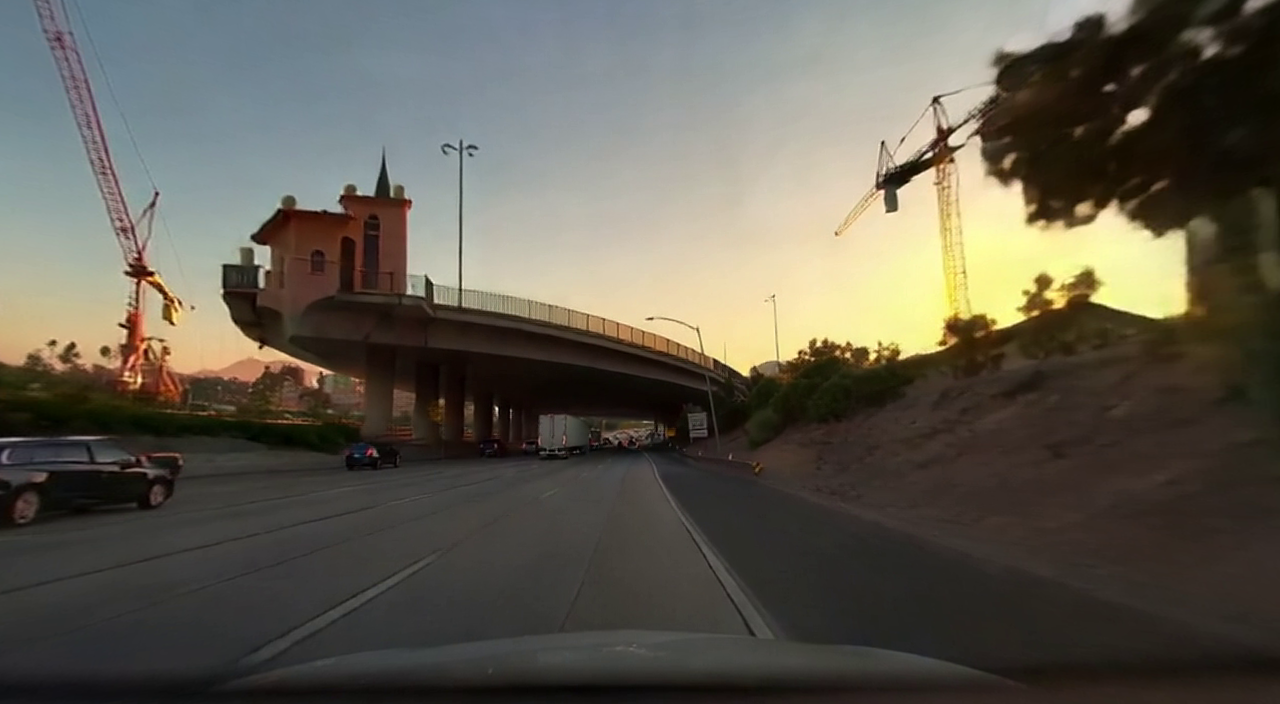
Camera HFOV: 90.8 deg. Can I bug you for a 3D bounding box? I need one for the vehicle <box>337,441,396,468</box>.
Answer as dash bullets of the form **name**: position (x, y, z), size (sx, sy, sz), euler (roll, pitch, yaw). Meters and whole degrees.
- **vehicle**: position (-18.608, 6.981, 43.194), size (1.932, 1.752, 4.541), euler (0, -9, 0)
